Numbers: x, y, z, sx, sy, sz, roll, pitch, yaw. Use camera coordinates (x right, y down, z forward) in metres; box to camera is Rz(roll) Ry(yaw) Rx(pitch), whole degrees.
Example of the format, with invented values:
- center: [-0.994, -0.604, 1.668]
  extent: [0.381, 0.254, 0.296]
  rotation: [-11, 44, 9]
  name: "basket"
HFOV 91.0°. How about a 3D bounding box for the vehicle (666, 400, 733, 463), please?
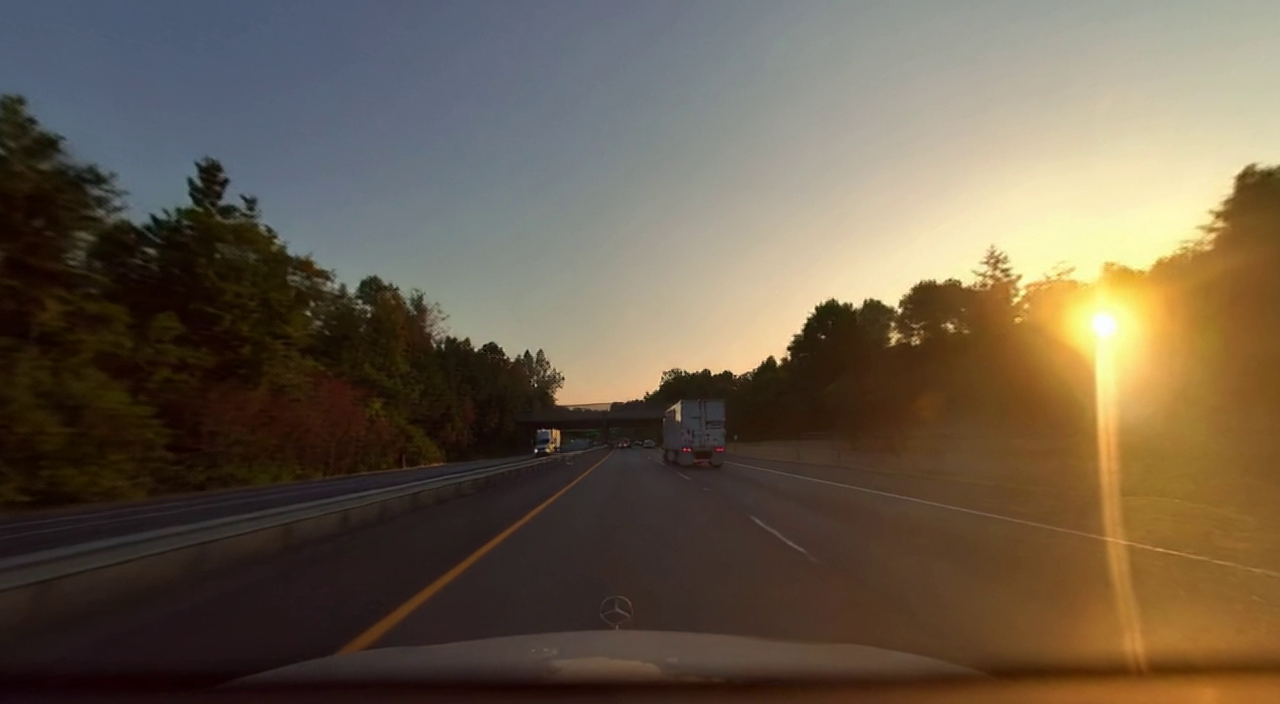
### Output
- center: [4.158, 6.156, 48.191]
  extent: [3.223, 4.082, 14.353]
  rotation: [0, -8, -2]
  name: "vehicle"
